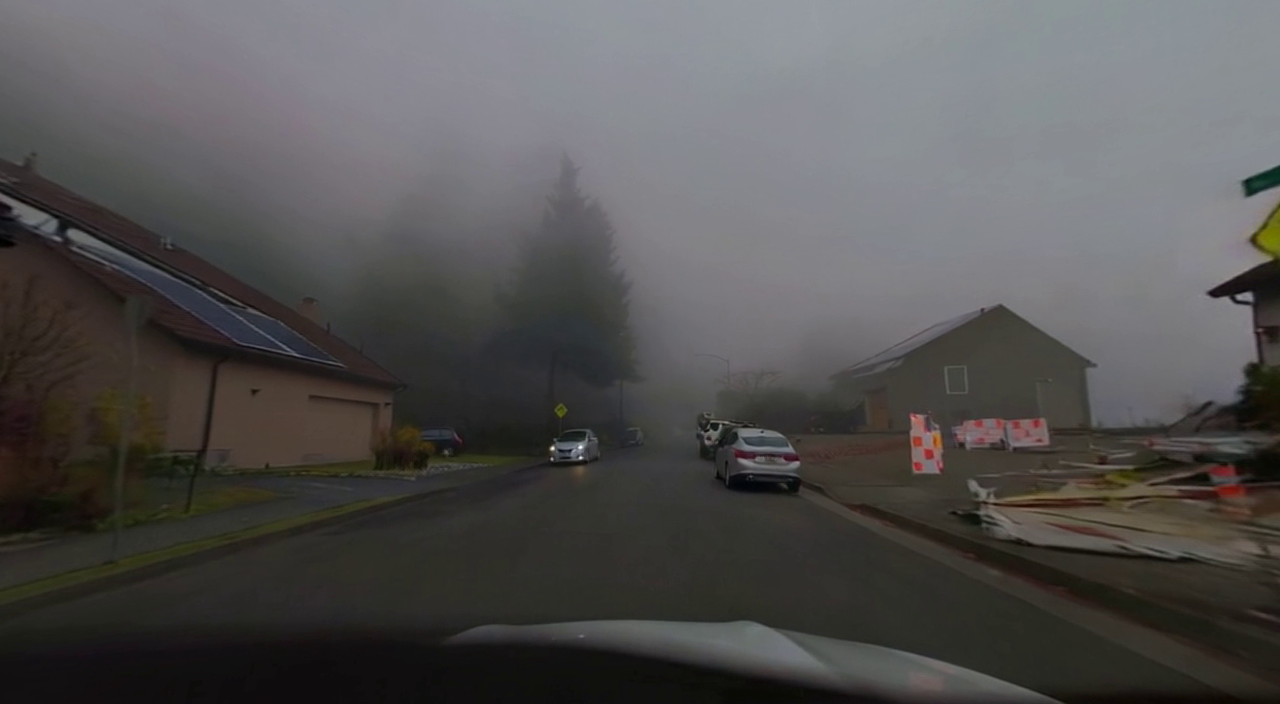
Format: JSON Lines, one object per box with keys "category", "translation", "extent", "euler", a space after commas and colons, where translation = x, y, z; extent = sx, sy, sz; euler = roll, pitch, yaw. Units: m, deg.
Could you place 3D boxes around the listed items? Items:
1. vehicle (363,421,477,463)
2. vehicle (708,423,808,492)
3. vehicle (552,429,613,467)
{"category": "vehicle", "translation": [-9.720, 3.994, 28.070], "extent": [4.205, 1.745, 2.121], "euler": [-1, -8, 5]}
{"category": "vehicle", "translation": [2.823, 2.604, 15.966], "extent": [1.998, 1.494, 3.927], "euler": [-1, -8, 3]}
{"category": "vehicle", "translation": [-2.391, 4.117, 27.364], "extent": [1.972, 1.499, 4.191], "euler": [-1, -8, 4]}
